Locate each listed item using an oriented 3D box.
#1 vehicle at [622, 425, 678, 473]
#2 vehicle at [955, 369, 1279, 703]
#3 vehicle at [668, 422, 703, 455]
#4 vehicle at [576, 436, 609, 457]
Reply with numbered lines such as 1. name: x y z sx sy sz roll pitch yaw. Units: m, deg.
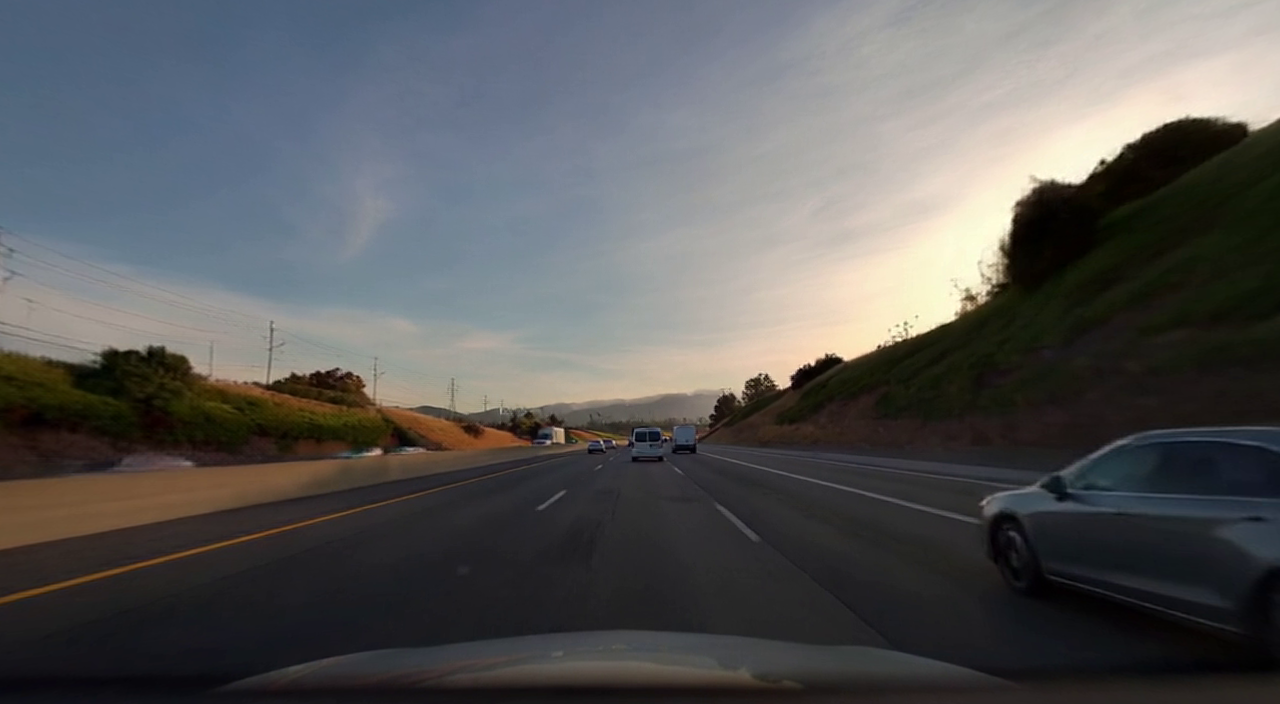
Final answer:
1. vehicle: 0.339 3.992 26.162 2.159 1.811 4.238 0 -8 -1
2. vehicle: 3.617 0.878 2.770 1.923 1.562 4.691 0 -8 -2
3. vehicle: 3.520 6.795 49.775 2.348 2.429 5.172 0 -8 -1
4. vehicle: -3.521 7.154 47.902 2.093 1.517 4.648 0 -8 1
